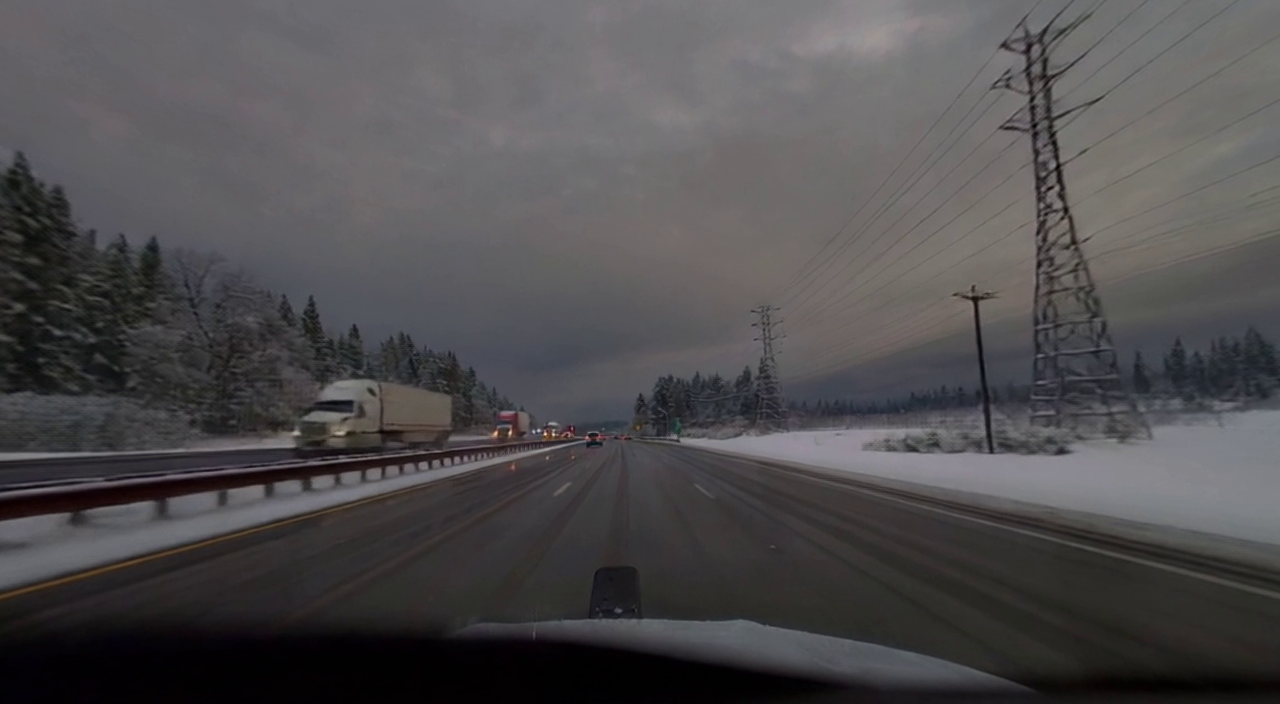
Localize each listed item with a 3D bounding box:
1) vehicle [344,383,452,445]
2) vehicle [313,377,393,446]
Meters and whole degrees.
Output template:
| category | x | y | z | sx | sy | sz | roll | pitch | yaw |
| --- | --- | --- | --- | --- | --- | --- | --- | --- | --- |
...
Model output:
| category | x | y | z | sx | sy | sz | roll | pitch | yaw |
| --- | --- | --- | --- | --- | --- | --- | --- | --- | --- |
| vehicle | -17.067 | 4.739 | 45.897 | 2.828 | 3.852 | 13.292 | 0 | -8 | -1 |
| vehicle | -17.027 | 3.617 | 37.607 | 3.032 | 3.927 | 3.511 | 0 | -8 | -1 |
